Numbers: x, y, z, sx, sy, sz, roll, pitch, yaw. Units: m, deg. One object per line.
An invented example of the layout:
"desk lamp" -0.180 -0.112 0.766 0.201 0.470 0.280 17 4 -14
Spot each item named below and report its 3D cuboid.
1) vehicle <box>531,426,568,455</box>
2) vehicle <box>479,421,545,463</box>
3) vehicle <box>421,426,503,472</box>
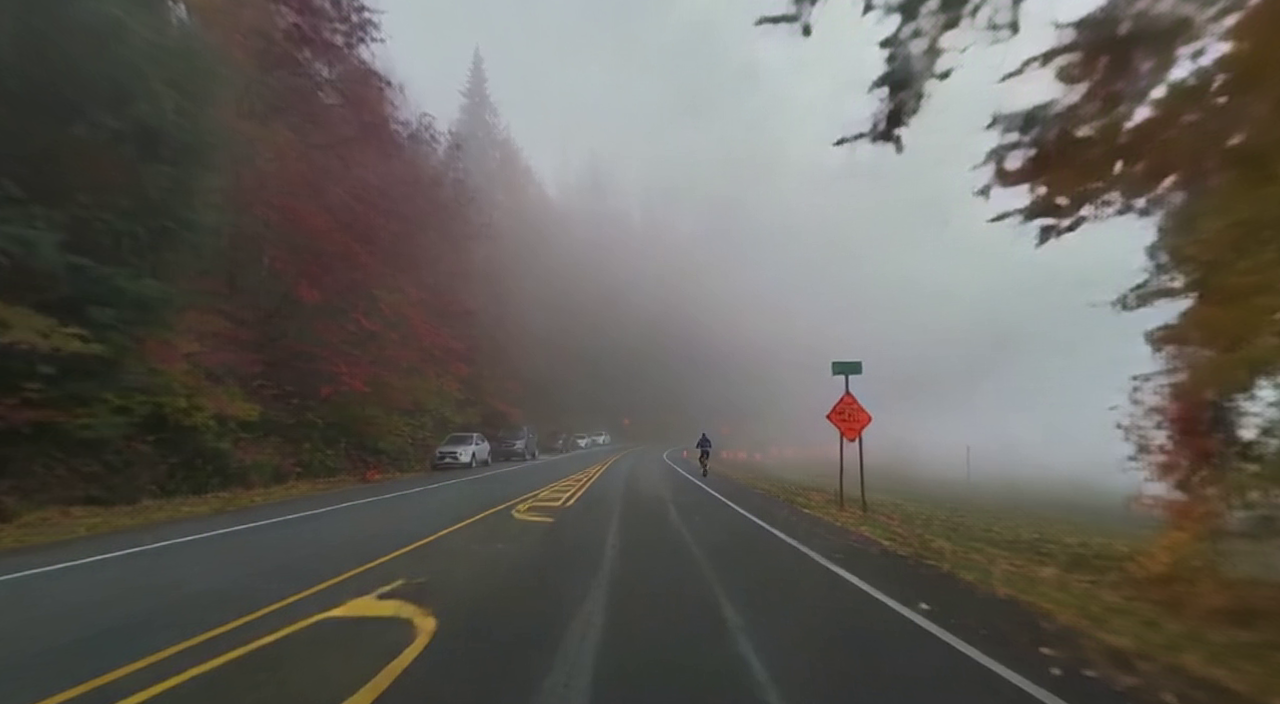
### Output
"vehicle" -6.944 6.896 48.911 1.955 1.908 4.680 -5 -9 0
"vehicle" -7.052 5.061 35.370 2.312 2.075 5.748 -3 -9 2
"vehicle" -7.631 4.178 27.502 1.991 1.759 4.443 -3 -8 5
